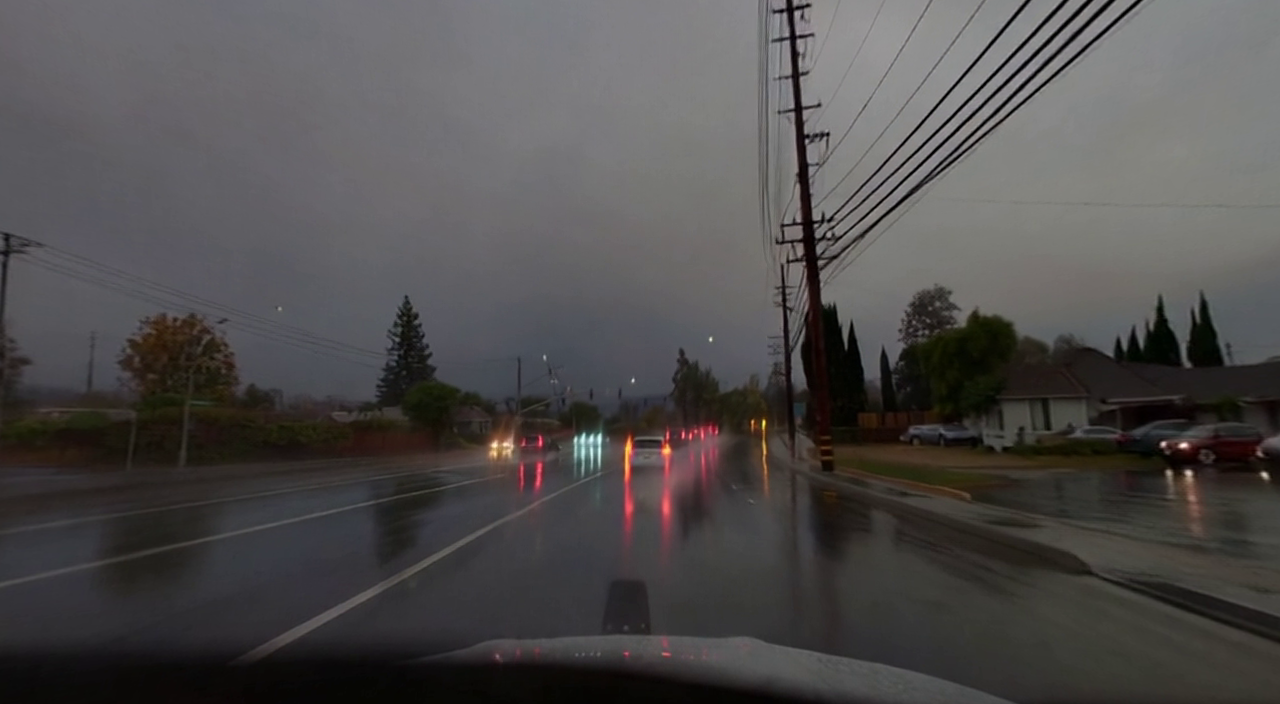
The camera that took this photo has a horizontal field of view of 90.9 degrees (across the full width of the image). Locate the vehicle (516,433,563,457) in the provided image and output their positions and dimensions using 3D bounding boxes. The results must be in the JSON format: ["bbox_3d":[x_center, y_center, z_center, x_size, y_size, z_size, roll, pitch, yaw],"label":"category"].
[{"bbox_3d":[-6.631,6.212,41.964,1.983,1.485,4.159,-1,-8,7],"label":"vehicle"}]

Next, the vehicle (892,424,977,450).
[{"bbox_3d":[19.913,5.798,42.827,4.739,1.708,1.976,-2,-9,8],"label":"vehicle"}]

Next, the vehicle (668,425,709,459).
[{"bbox_3d":[3.051,5.574,38.857,2.158,1.939,4.935,-2,-8,8],"label":"vehicle"}]

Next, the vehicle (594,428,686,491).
[{"bbox_3d":[0.132,2.868,17.117,2.117,1.474,4.036,-1,-8,5],"label":"vehicle"}]

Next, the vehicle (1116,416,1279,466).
[{"bbox_3d":[21.111,3.323,23.660,4.667,1.647,2.093,1,-7,7],"label":"vehicle"}]
